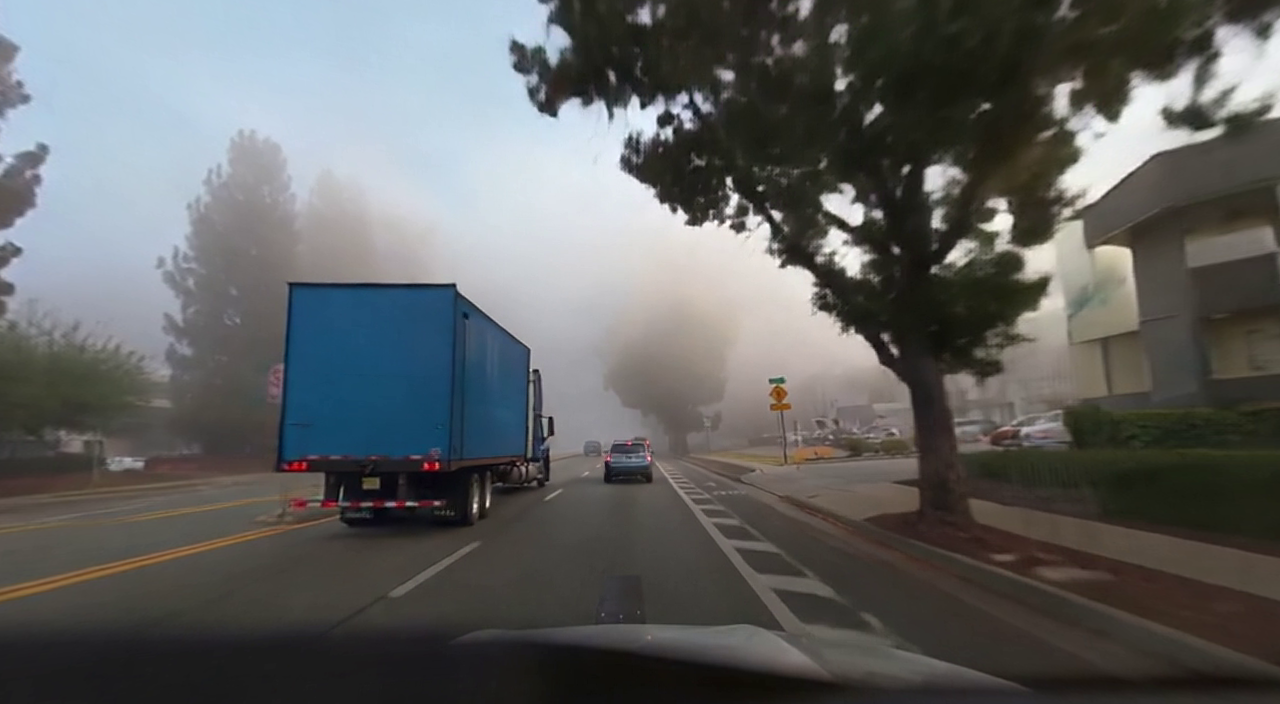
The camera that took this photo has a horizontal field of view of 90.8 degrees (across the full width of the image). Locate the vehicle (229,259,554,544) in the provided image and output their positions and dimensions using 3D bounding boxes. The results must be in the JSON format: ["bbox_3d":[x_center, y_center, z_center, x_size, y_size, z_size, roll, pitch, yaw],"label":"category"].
[{"bbox_3d":[-4.037,1.384,13.826,2.996,3.902,10.410,0,-9,-1],"label":"vehicle"}]

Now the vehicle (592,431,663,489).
[{"bbox_3d":[-0.411,3.470,20.572,2.094,1.682,3.866,0,-9,-1],"label":"vehicle"}]
